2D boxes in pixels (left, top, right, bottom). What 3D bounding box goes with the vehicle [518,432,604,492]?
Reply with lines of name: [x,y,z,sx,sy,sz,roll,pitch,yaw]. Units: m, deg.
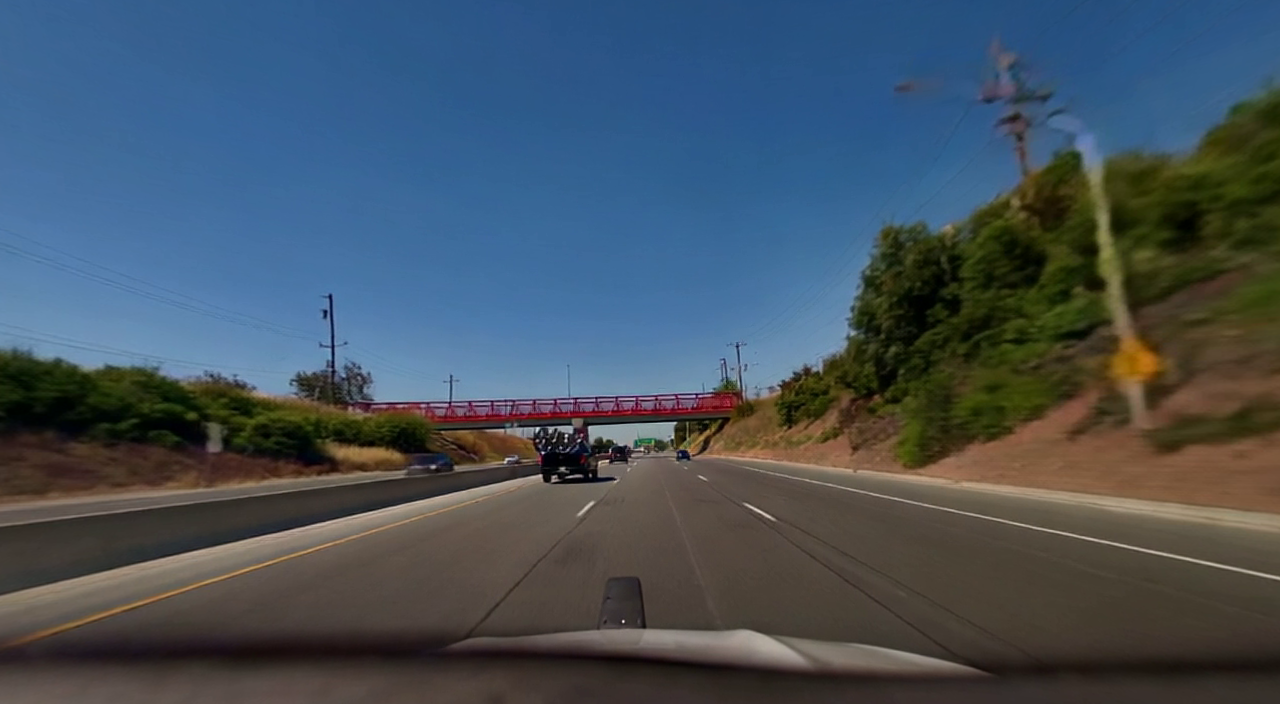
vehicle: [-2.770,4.043,23.507,2.369,1.948,5.343,0,-9,2]
